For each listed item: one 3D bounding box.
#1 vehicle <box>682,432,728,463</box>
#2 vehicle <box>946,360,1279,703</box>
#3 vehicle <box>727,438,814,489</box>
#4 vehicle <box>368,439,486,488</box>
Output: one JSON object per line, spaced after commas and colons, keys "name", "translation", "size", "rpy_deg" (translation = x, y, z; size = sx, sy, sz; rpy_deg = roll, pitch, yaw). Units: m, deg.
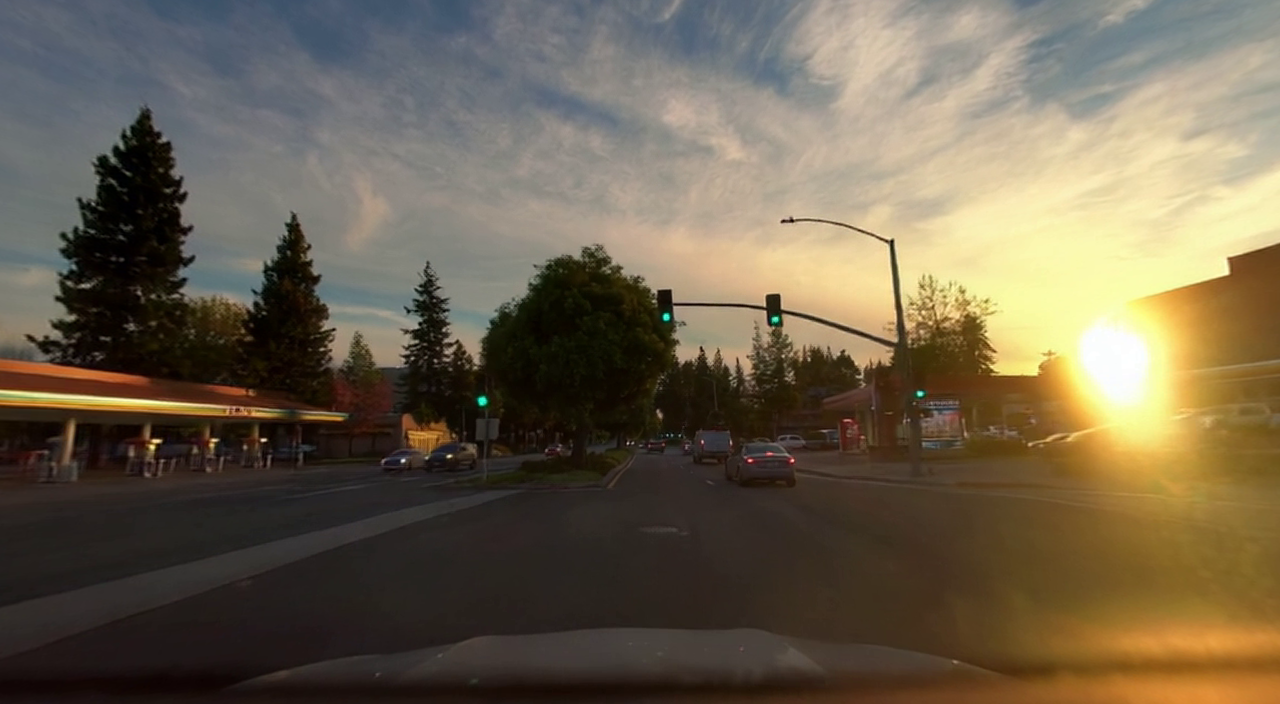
{"name": "vehicle", "translation": [4.412, 6.660, 43.874], "size": [2.611, 1.983, 5.165], "rpy_deg": [0, -8, -1]}
{"name": "vehicle", "translation": [3.810, 0.965, 3.436], "size": [1.875, 1.665, 4.931], "rpy_deg": [0, -8, 1]}
{"name": "vehicle", "translation": [4.039, 3.508, 20.188], "size": [1.871, 1.442, 4.122], "rpy_deg": [0, -8, 0]}
{"name": "vehicle", "translation": [-8.102, 4.250, 24.589], "size": [2.842, 1.476, 4.980], "rpy_deg": [-3, -7, 1]}
